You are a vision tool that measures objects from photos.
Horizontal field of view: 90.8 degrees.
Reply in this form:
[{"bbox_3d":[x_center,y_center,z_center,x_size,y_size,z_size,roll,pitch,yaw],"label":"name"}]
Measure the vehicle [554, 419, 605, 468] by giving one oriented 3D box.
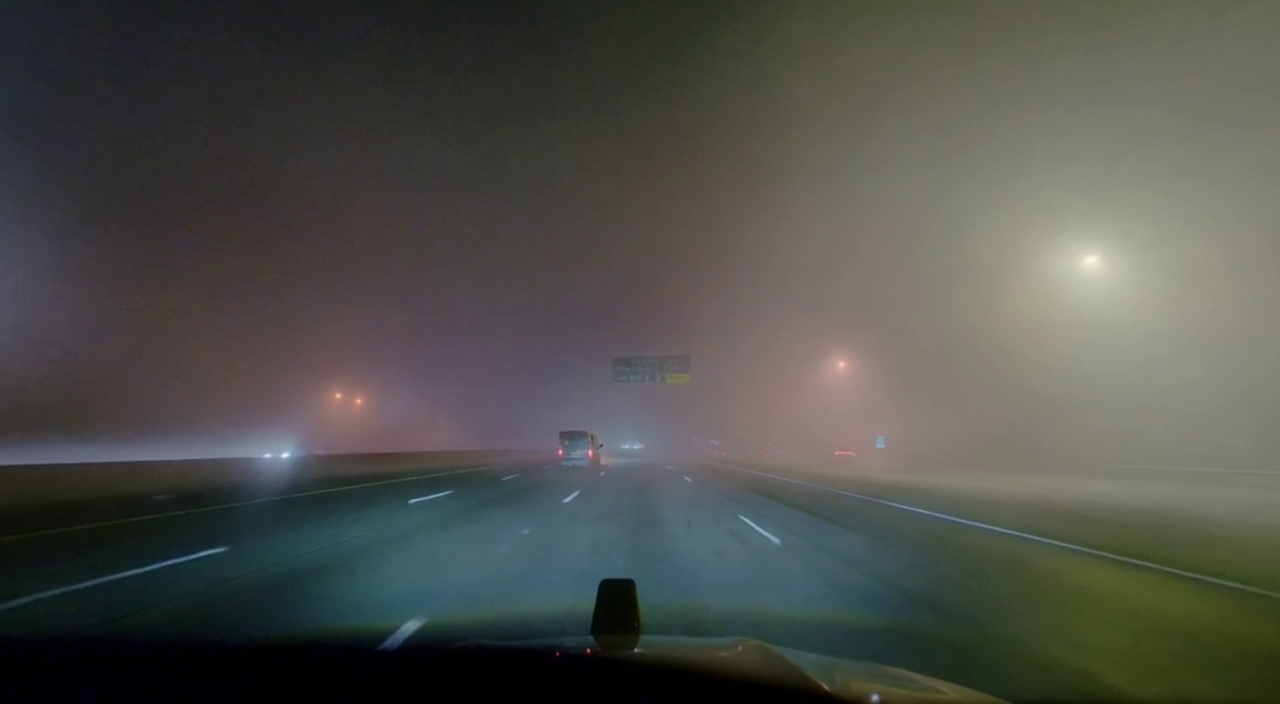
[{"bbox_3d":[-3.789,6.001,41.364,2.881,2.937,7.045,0,-9,-2],"label":"vehicle"}]
